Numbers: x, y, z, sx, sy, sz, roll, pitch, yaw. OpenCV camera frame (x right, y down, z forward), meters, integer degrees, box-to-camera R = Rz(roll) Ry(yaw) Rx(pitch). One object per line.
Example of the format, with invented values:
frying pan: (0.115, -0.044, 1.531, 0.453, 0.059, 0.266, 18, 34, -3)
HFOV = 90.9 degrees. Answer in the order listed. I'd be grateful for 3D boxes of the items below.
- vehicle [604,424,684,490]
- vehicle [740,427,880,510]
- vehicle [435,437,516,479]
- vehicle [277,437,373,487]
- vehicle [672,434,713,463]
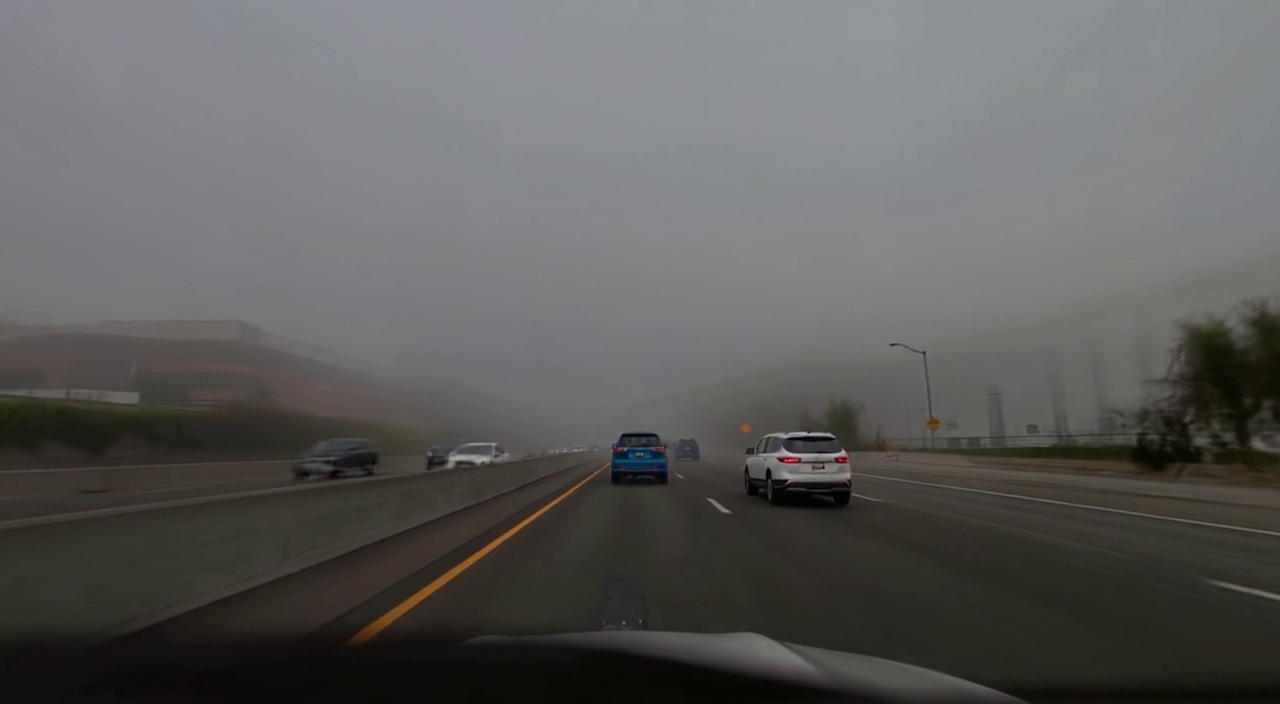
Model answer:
vehicle: (0.138, 3.337, 20.357, 2.290, 1.862, 4.454, 0, -8, 0)
vehicle: (3.637, 2.577, 14.382, 2.042, 1.592, 4.047, 0, -8, 0)
vehicle: (-6.997, 4.563, 27.428, 2.201, 1.622, 4.716, 0, -8, 1)
vehicle: (-14.160, 4.937, 28.711, 2.097, 1.967, 4.612, -2, -8, -1)
vehicle: (3.755, 7.043, 46.185, 2.328, 1.987, 5.440, 0, -8, -1)
